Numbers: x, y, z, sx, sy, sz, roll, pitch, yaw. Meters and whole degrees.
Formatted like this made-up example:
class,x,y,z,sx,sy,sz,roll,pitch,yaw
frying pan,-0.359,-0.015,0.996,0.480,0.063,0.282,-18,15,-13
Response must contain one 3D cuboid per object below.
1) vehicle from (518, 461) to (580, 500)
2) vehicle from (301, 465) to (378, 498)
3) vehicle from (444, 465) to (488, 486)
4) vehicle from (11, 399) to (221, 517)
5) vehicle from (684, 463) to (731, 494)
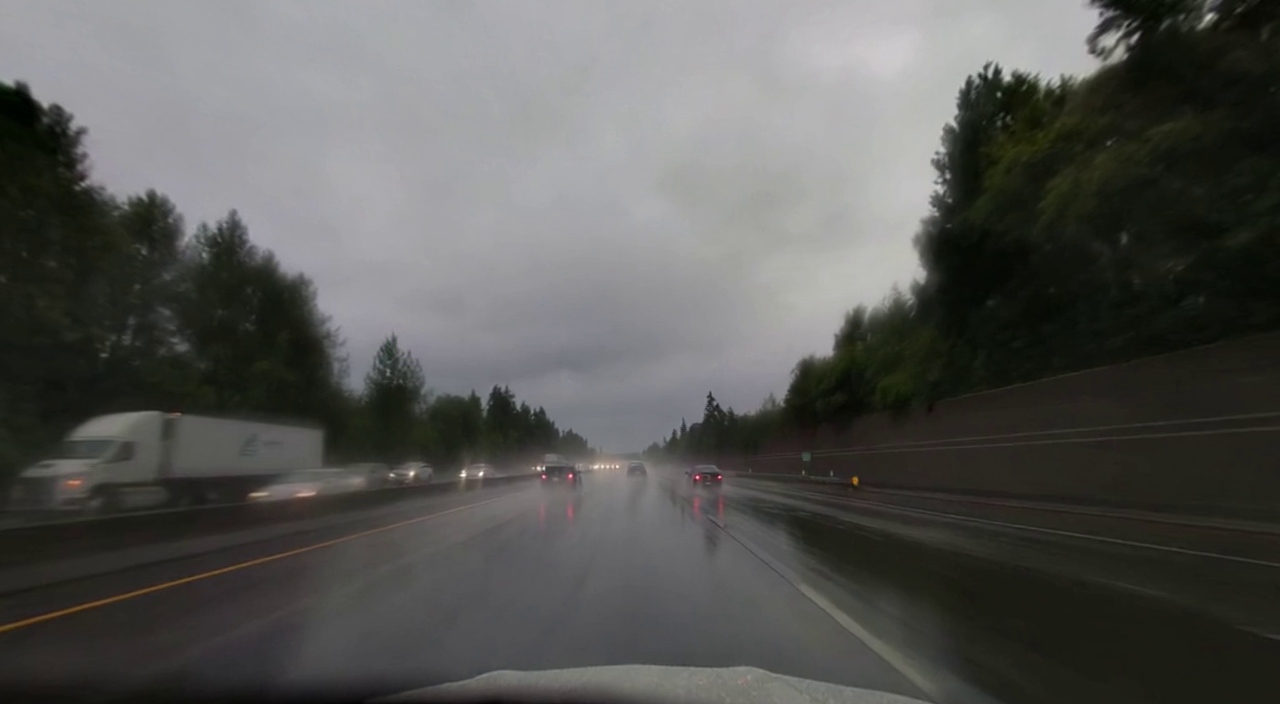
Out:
class,x,y,z,sx,sy,sz,roll,pitch,yaw
vehicle,-3.741,5.378,26.603,2.000,1.484,3.995,1,-11,-1
vehicle,-16.107,6.958,34.057,1.877,1.593,4.590,1,-11,0
vehicle,-12.713,9.040,46.307,1.913,1.457,4.579,1,-11,0
vehicle,-20.082,4.197,24.787,2.938,4.013,5.762,1,-11,-1
vehicle,3.559,6.753,33.891,1.981,1.516,4.109,1,-10,-1
